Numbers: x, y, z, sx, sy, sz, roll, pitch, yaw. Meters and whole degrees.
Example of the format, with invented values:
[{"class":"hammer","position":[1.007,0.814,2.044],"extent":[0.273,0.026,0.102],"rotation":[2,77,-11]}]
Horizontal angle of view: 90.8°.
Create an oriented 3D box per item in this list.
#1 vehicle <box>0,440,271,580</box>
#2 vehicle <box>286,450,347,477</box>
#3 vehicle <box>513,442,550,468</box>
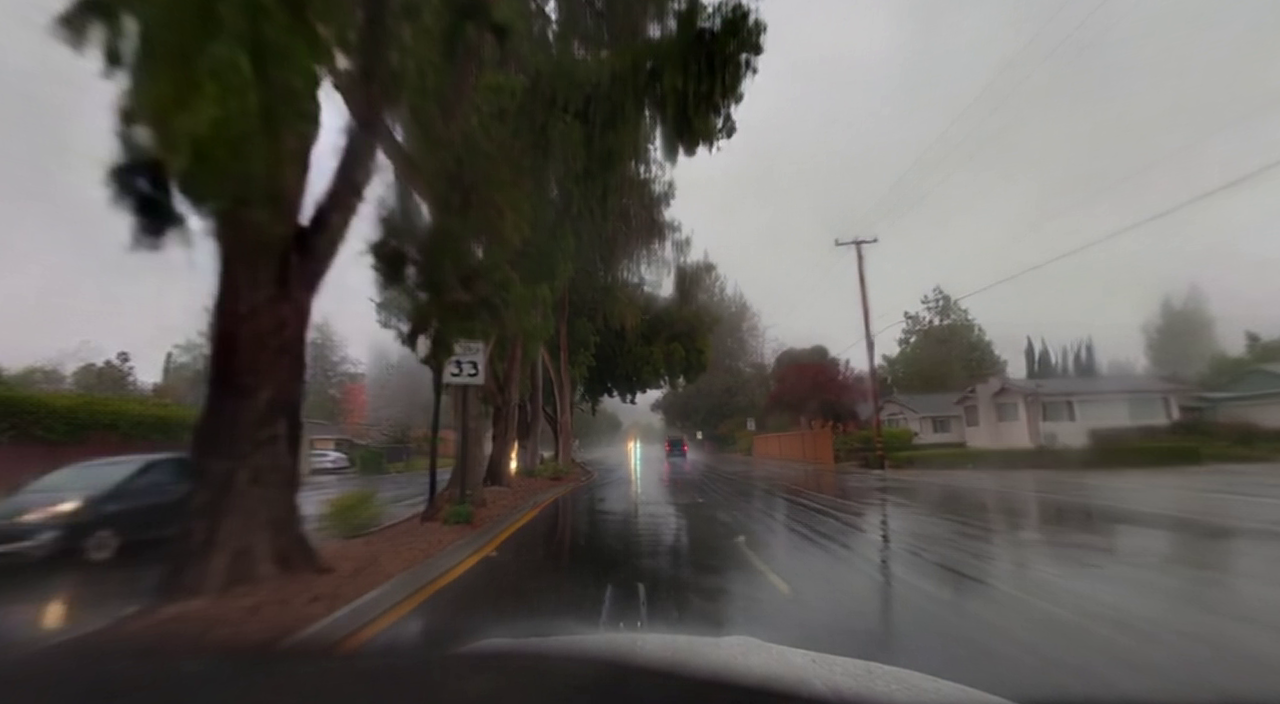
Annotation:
[{"class":"vehicle","position":[-8.462,2.339,10.331],"extent":[2.054,1.746,4.507],"rotation":[0,-8,1]},{"class":"vehicle","position":[-21.682,7.445,42.557],"extent":[1.860,1.663,4.418],"rotation":[0,-8,-1]},{"class":"vehicle","position":[-8.093,7.740,47.622],"extent":[1.964,1.722,4.403],"rotation":[-3,-8,0]}]
